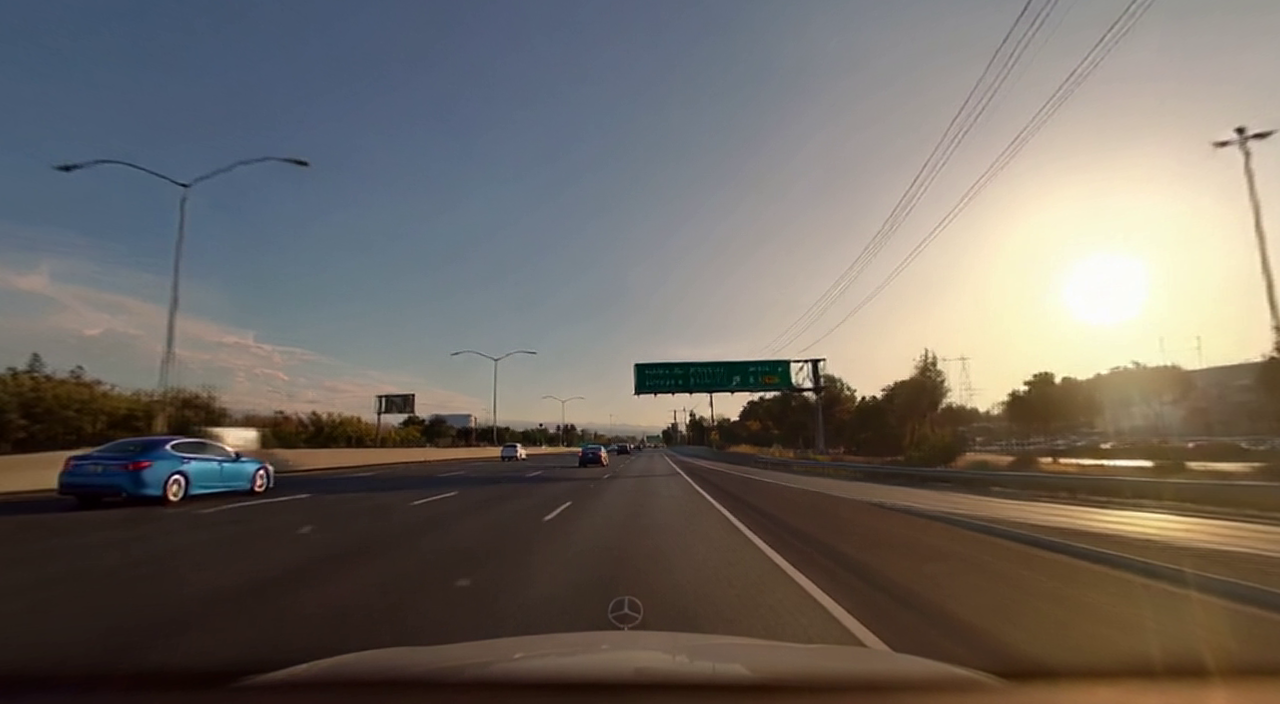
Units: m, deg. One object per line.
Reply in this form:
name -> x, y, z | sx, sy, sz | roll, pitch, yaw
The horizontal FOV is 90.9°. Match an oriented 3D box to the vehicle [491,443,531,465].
vehicle -> -9.338, 7.365, 45.868 | 1.930, 1.490, 3.955 | 0, -8, 2

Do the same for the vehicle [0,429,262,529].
vehicle -> -9.889, 2.321, 12.225 | 2.002, 1.526, 4.822 | 0, -8, 2

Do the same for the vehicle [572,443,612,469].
vehicle -> -2.874, 6.354, 38.930 | 2.050, 1.479, 4.342 | 0, -8, 1
